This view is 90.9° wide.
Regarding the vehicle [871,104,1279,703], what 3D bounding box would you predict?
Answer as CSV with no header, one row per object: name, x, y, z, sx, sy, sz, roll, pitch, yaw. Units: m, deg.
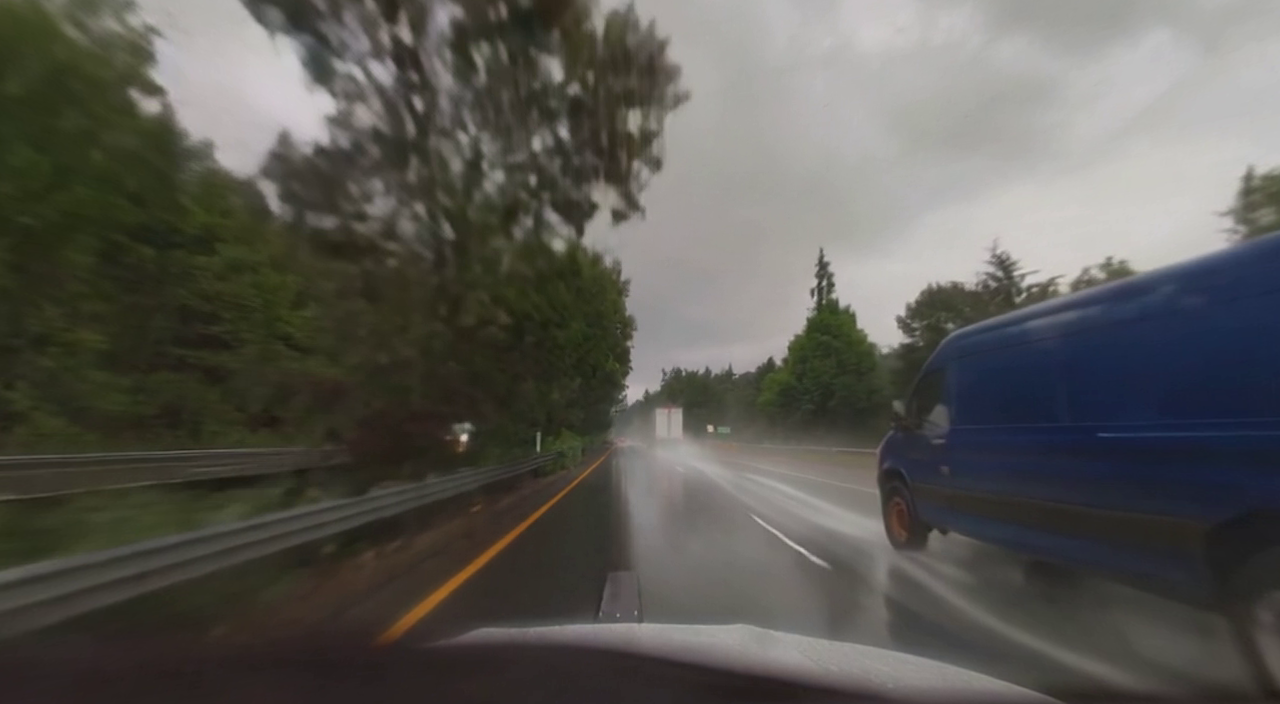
vehicle,3.712,0.479,3.287,2.570,2.596,6.082,0,-8,-1
